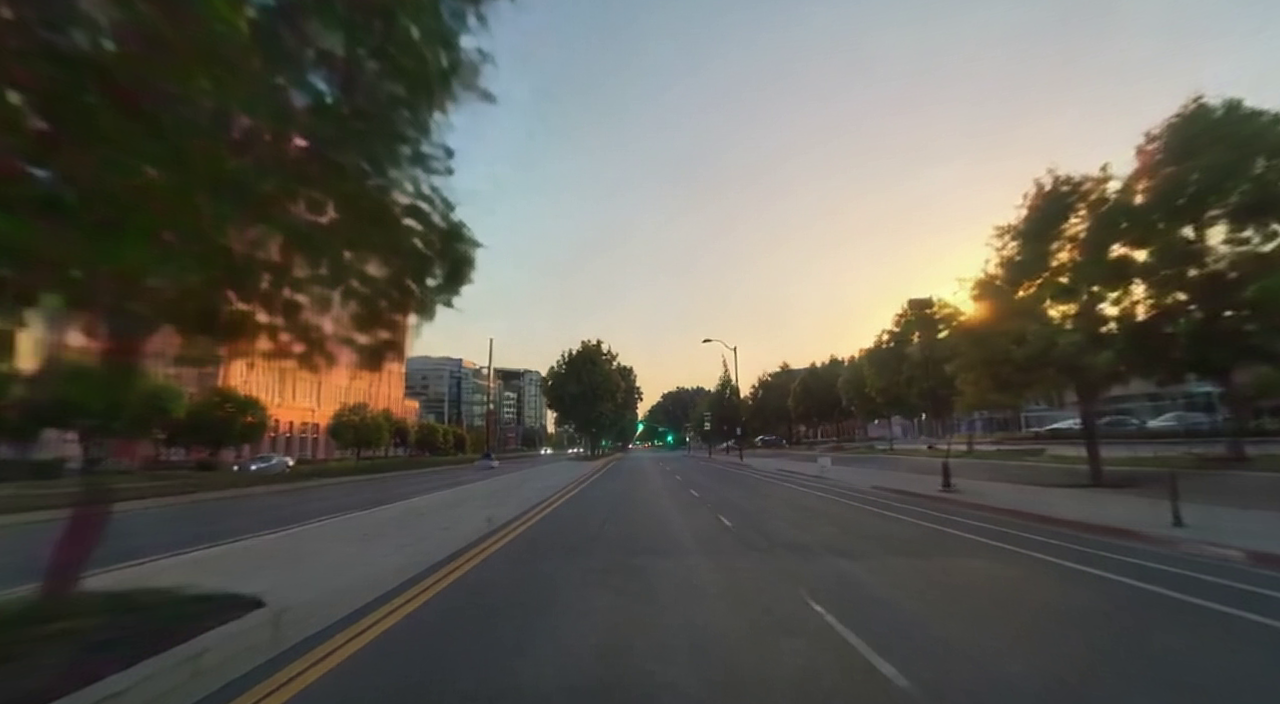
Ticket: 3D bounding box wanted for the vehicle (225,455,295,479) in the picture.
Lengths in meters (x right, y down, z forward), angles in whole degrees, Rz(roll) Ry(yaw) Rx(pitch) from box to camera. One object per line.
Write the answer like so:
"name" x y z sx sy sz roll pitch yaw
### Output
"vehicle" -26.491 7.998 44.220 1.927 1.476 4.717 0 -9 1
